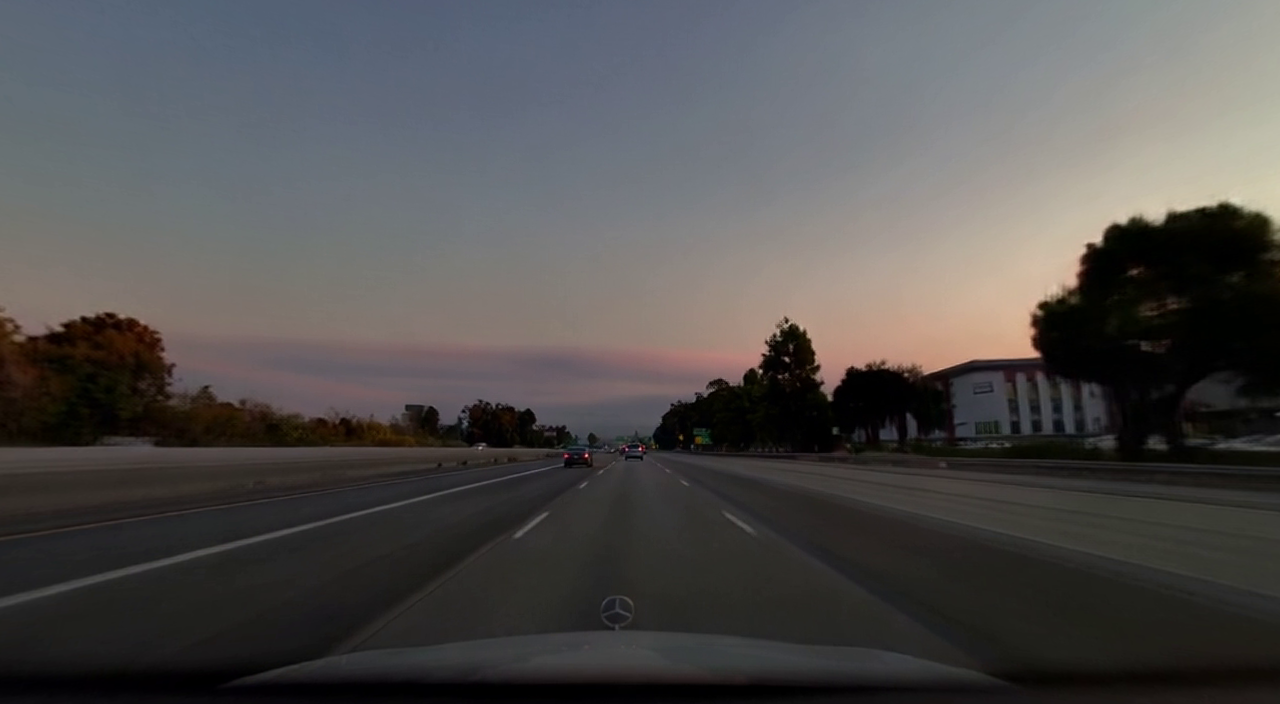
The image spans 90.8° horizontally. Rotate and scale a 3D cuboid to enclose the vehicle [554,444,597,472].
[{"bbox_3d":[-3.912,6.510,39.048,2.140,1.574,4.946,0,-8,0],"label":"vehicle"}]
